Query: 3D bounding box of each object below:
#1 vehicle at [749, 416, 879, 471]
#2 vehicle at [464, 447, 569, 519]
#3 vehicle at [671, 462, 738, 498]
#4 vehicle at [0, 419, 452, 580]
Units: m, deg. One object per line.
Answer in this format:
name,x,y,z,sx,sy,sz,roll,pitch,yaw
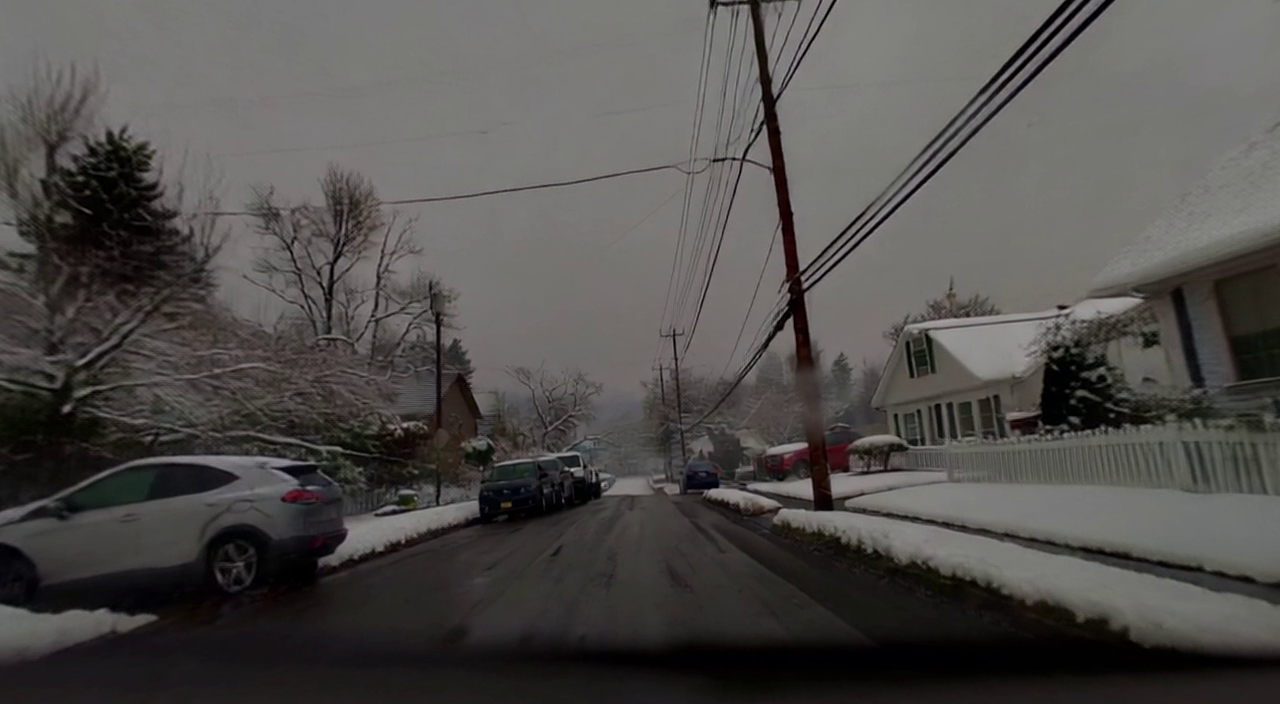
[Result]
vehicle,6.421,3.419,23.717,4.249,1.905,1.904,0,-8,-3
vehicle,-3.067,3.336,16.761,2.081,1.589,4.691,0,-9,-3
vehicle,3.136,6.187,30.739,3.005,1.535,4.025,-1,-9,6
vehicle,-4.983,1.808,7.782,4.537,1.595,2.471,1,-13,-2
